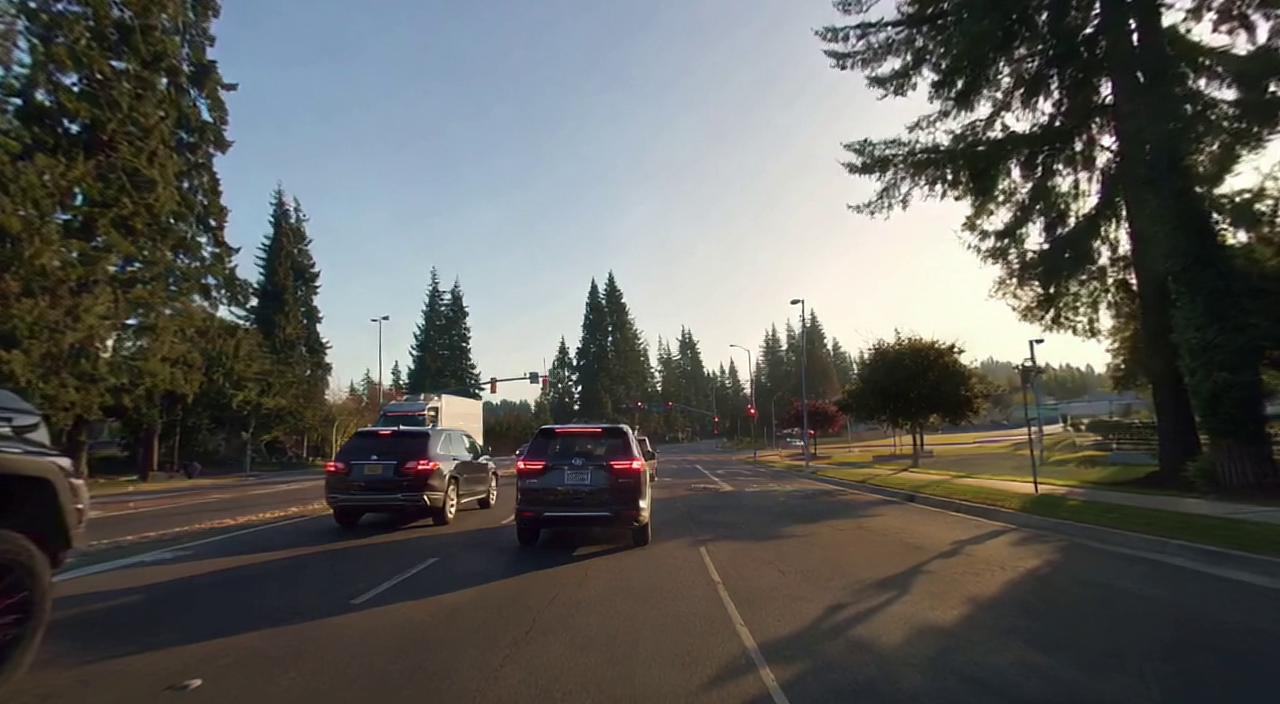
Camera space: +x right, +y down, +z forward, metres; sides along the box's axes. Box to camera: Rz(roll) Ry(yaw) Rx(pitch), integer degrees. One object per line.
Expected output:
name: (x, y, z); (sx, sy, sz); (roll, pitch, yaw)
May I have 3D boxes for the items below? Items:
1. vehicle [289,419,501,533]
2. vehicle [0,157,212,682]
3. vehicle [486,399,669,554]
vehicle: (-4.122, 2.164, 11.635); (2.009, 1.673, 4.454); (0, -8, 2)
vehicle: (-4.601, 0.081, 1.459); (2.400, 2.730, 6.652); (0, -8, 1)
vehicle: (-0.676, 1.820, 9.933); (2.131, 1.793, 5.016); (0, -8, 1)
